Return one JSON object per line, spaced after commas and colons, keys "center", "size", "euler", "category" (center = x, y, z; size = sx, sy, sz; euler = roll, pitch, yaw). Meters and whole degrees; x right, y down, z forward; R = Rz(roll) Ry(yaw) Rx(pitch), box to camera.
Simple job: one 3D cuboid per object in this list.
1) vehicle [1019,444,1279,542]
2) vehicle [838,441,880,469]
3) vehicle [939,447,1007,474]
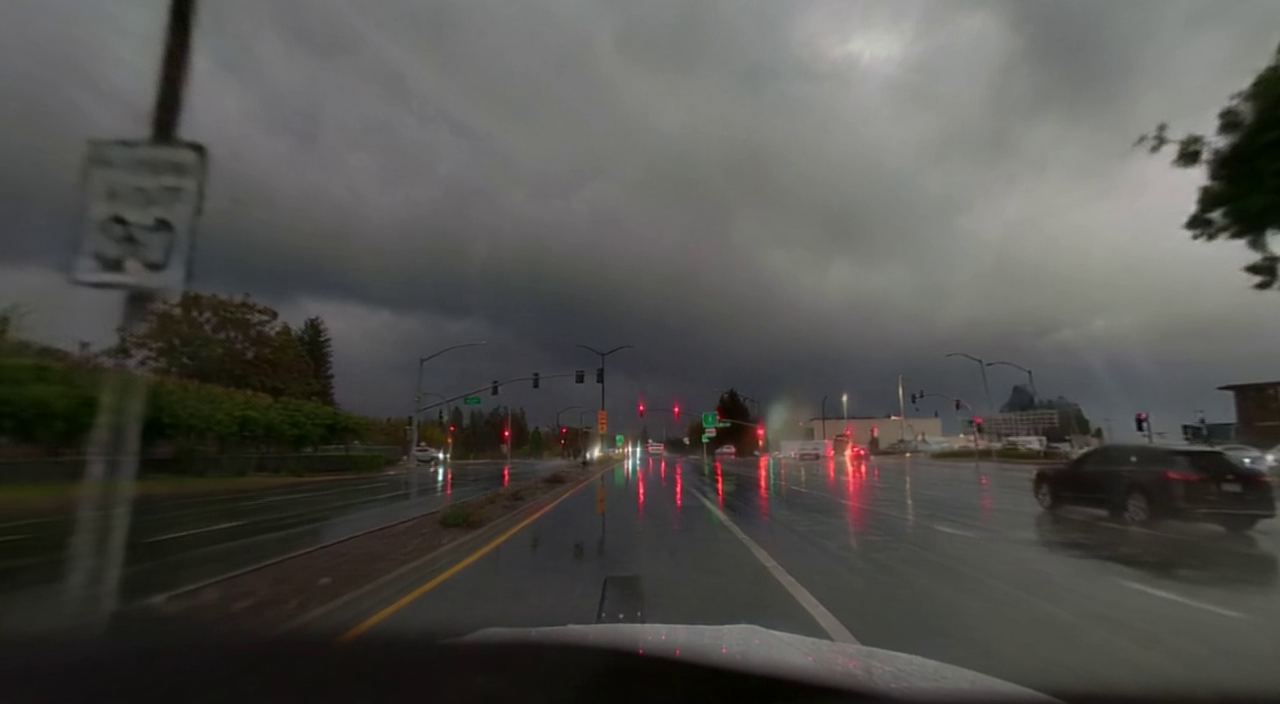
{"center": [9.631, 2.534, 12.125], "size": [1.933, 1.500, 4.458], "euler": [0, -8, 0], "category": "vehicle"}
{"center": [15.012, 7.046, 43.494], "size": [1.951, 1.843, 4.335], "euler": [-1, -8, 9], "category": "vehicle"}
{"center": [20.587, 6.695, 39.302], "size": [1.896, 1.524, 4.562], "euler": [0, -8, 2], "category": "vehicle"}
